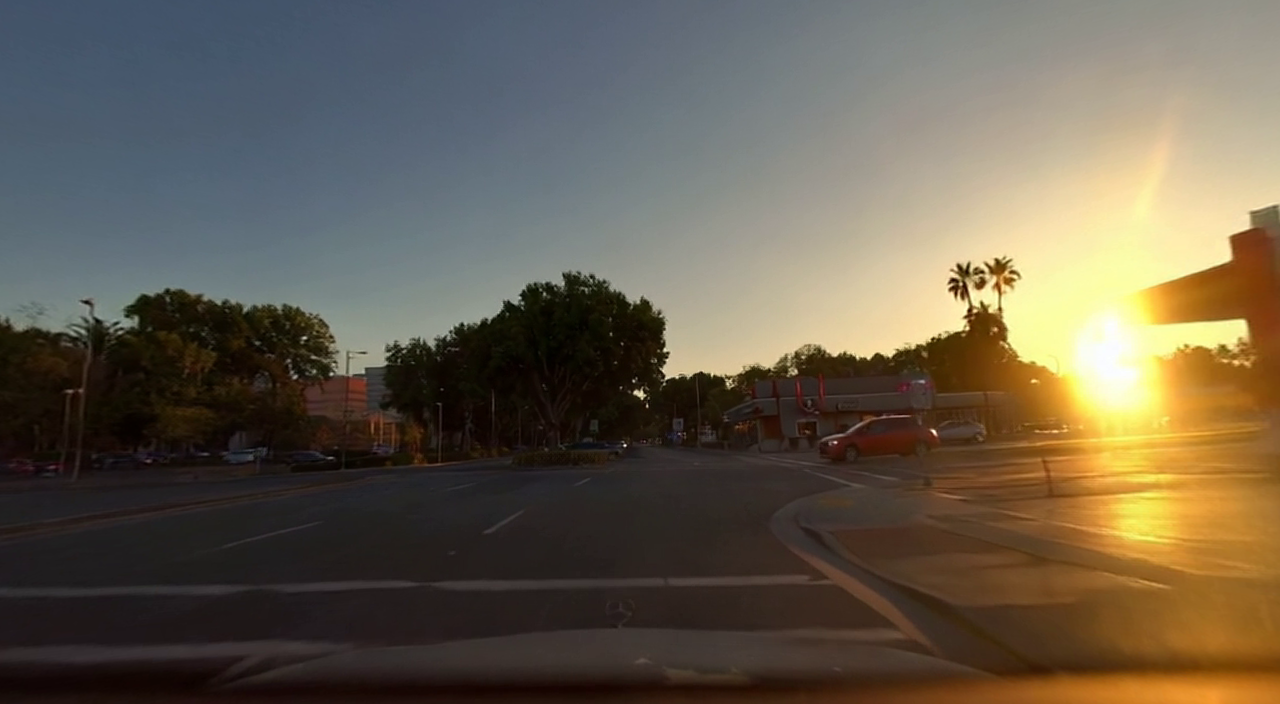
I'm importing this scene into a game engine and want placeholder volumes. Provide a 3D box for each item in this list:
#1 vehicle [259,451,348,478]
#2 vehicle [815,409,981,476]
[{"bbox_3d":[-25.936,8.710,48.637,5.803,1.632,2.173,-4,-7,3],"label":"vehicle"},{"bbox_3d":[8.667,3.092,21.480,4.640,1.800,2.026,-5,-8,0],"label":"vehicle"}]
